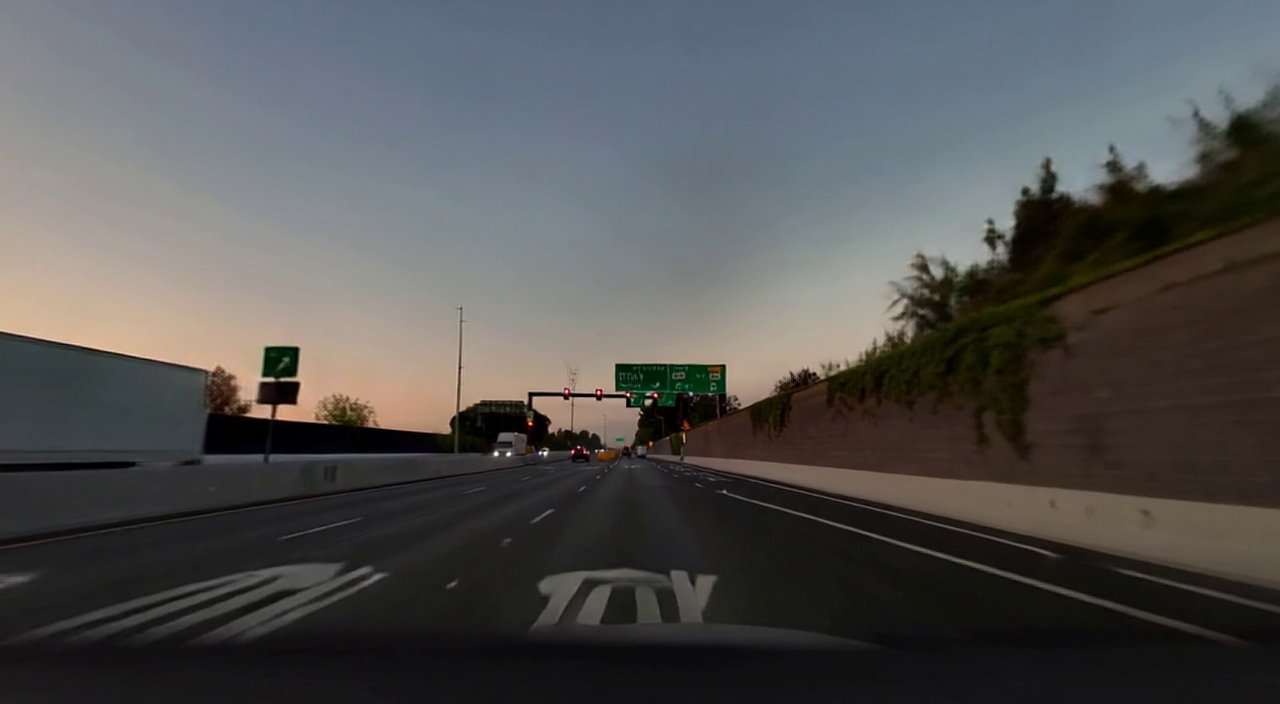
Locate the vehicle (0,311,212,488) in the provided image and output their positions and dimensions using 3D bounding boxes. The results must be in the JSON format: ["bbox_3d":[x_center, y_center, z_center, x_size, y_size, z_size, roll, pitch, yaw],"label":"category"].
[{"bbox_3d":[-15.551,1.447,16.426,2.883,3.846,8.312,0,-9,0],"label":"vehicle"}]
